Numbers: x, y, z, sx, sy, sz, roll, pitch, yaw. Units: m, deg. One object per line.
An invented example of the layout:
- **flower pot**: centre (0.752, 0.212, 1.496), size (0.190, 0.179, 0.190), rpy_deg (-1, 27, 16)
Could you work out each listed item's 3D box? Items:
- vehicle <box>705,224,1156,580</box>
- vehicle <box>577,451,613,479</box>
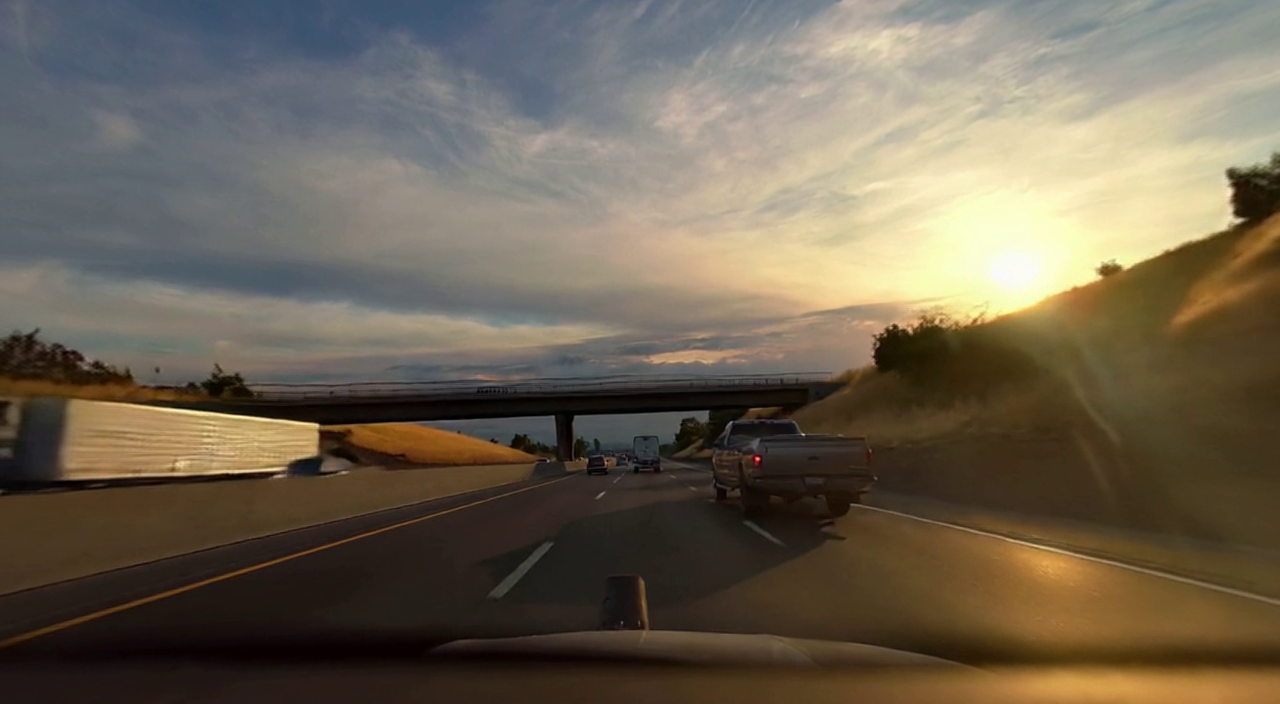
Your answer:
- **vehicle**: centre (4.051, 1.761, 15.449), size (3.131, 4.037, 16.729), rpy_deg (0, -9, 0)
- **vehicle**: centre (-2.873, 7.270, 40.808), size (2.007, 1.647, 3.854), rpy_deg (0, -9, 0)
